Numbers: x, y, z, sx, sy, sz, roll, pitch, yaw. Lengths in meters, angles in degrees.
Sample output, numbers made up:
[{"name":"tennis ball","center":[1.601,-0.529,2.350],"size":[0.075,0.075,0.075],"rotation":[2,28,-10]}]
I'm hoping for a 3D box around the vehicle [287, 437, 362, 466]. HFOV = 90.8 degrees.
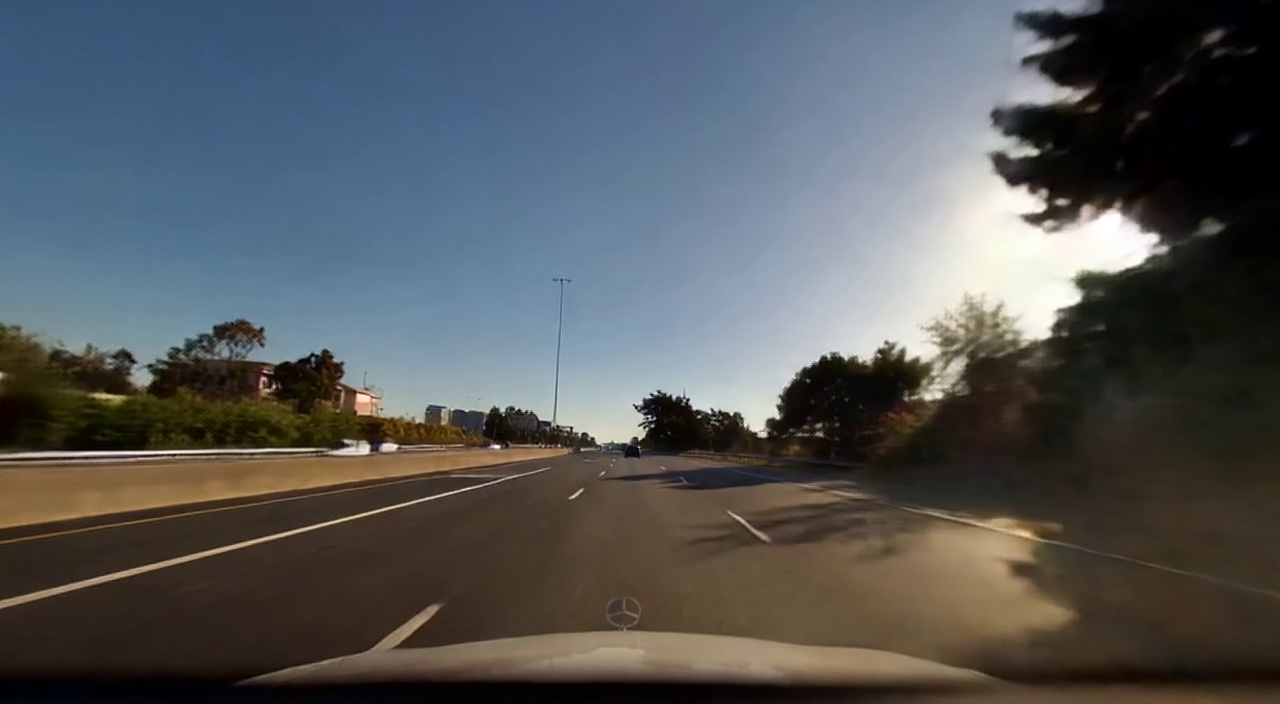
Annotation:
[{"name":"vehicle","center":[-17.173,5.432,34.561],"size":[1.856,1.447,4.302],"rotation":[0,-9,0]}]
